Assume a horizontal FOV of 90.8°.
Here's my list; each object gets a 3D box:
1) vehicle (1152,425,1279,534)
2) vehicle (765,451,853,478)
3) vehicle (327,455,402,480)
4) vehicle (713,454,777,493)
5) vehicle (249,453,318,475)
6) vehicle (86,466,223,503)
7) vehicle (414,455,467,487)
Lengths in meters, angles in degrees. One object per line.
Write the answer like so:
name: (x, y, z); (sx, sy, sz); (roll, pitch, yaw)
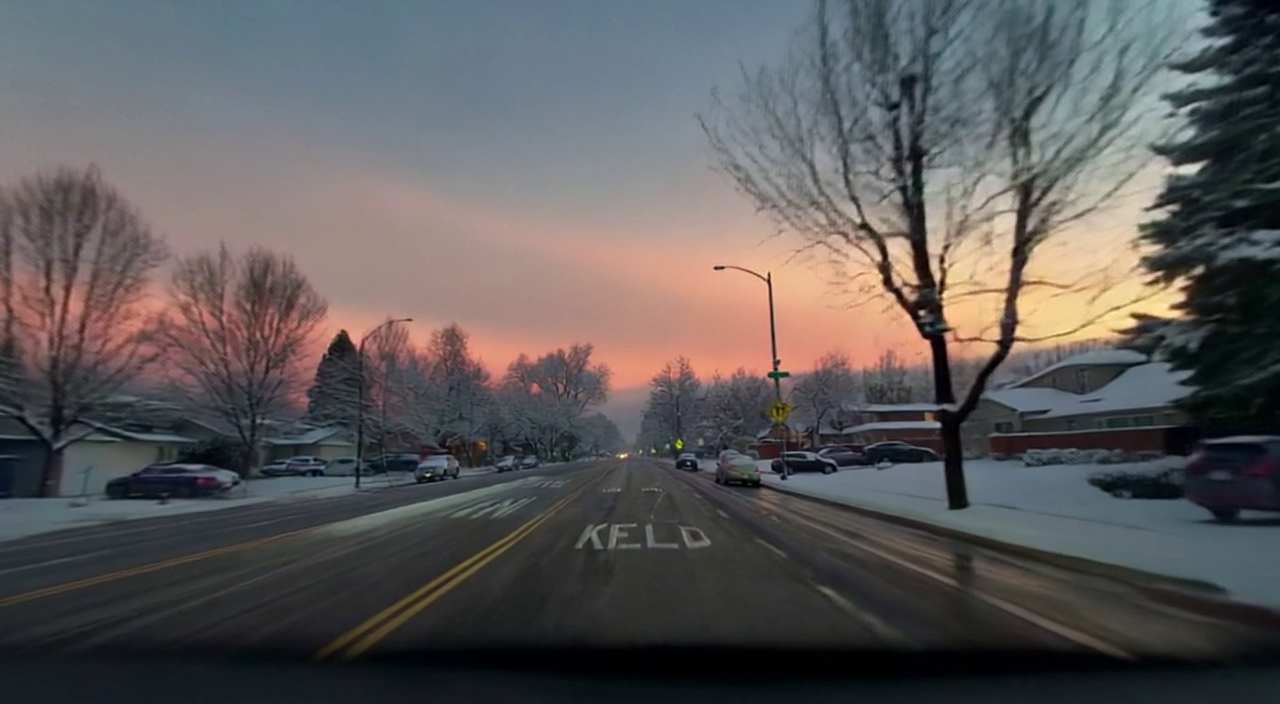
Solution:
vehicle: (11.198, 1.939, 9.948); (4.596, 1.527, 1.858); (0, -9, 0)
vehicle: (9.797, 6.555, 36.900); (4.501, 1.502, 1.975); (0, -9, -1)
vehicle: (-20.649, 8.671, 47.495); (4.744, 1.752, 2.008); (1, -9, -7)
vehicle: (4.396, 5.146, 27.090); (1.970, 1.455, 4.233); (0, -9, -1)
vehicle: (-26.902, 8.480, 47.750); (4.073, 1.502, 1.822); (-1, -9, -2)
vehicle: (-21.596, 5.884, 28.265); (4.413, 1.477, 2.100); (-1, -9, 1)
vehicle: (-13.020, 7.768, 41.569); (2.049, 1.782, 4.460); (-4, -8, 0)
